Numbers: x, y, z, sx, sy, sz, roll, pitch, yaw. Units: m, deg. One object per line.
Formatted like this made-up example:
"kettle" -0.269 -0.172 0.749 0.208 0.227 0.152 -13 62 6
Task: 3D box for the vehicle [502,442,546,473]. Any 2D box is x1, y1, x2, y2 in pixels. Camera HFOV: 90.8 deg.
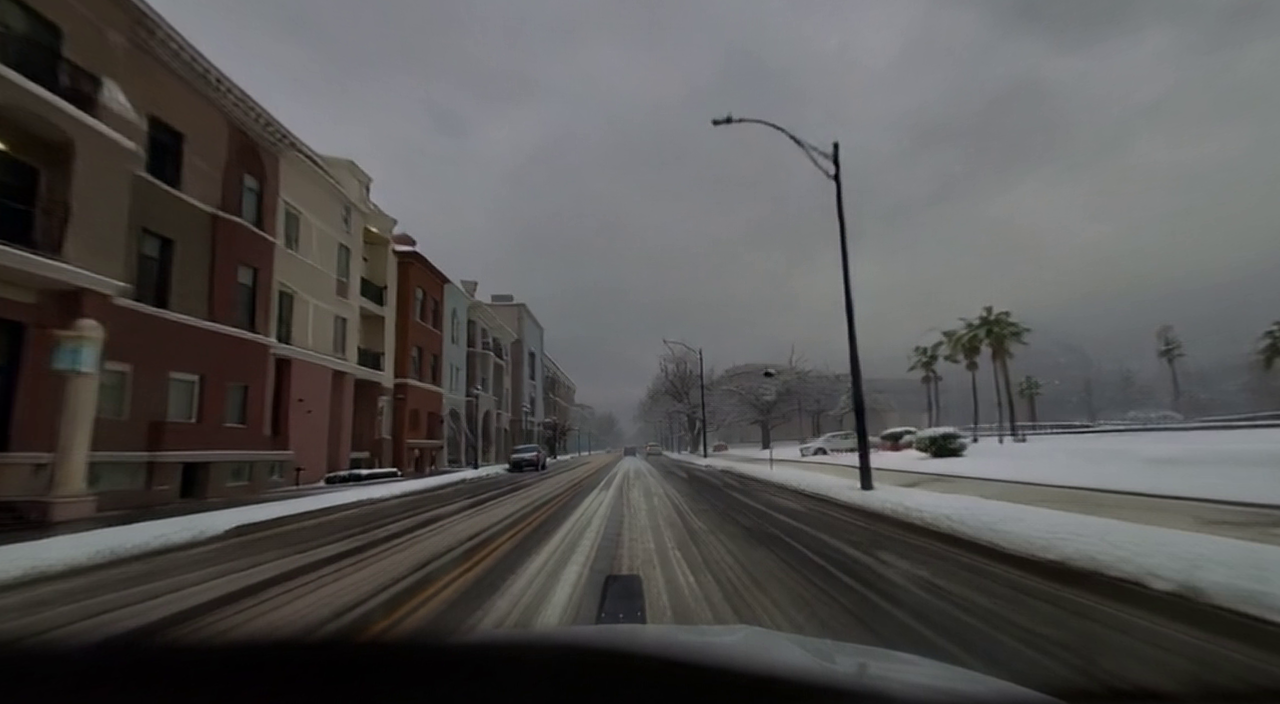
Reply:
"vehicle" -6.915 6.344 38.080 1.946 1.640 4.430 -2 -9 -1
